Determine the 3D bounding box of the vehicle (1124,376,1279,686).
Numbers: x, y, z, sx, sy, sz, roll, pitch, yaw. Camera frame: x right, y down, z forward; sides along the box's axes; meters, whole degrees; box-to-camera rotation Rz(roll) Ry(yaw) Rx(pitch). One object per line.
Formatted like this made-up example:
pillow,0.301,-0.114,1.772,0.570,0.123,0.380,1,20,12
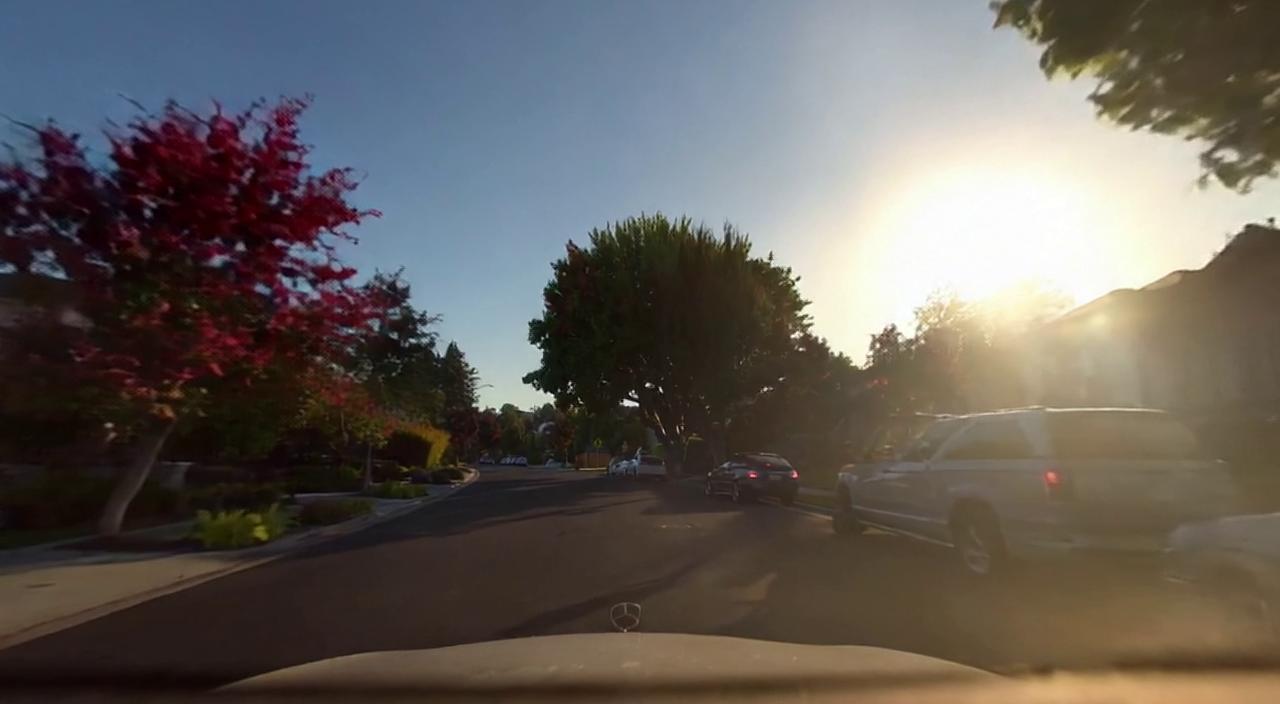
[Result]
vehicle,5.202,0.936,2.624,2.690,1.819,4.532,2,-9,-2

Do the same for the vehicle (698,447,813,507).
vehicle,3.735,4.131,21.503,2.111,1.771,4.942,2,-9,-11

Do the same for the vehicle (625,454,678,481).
vehicle,0.664,7.442,40.993,2.193,1.504,4.576,2,-9,-16

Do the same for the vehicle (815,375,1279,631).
vehicle,4.874,1.781,8.762,2.788,2.227,6.194,0,-9,-3
